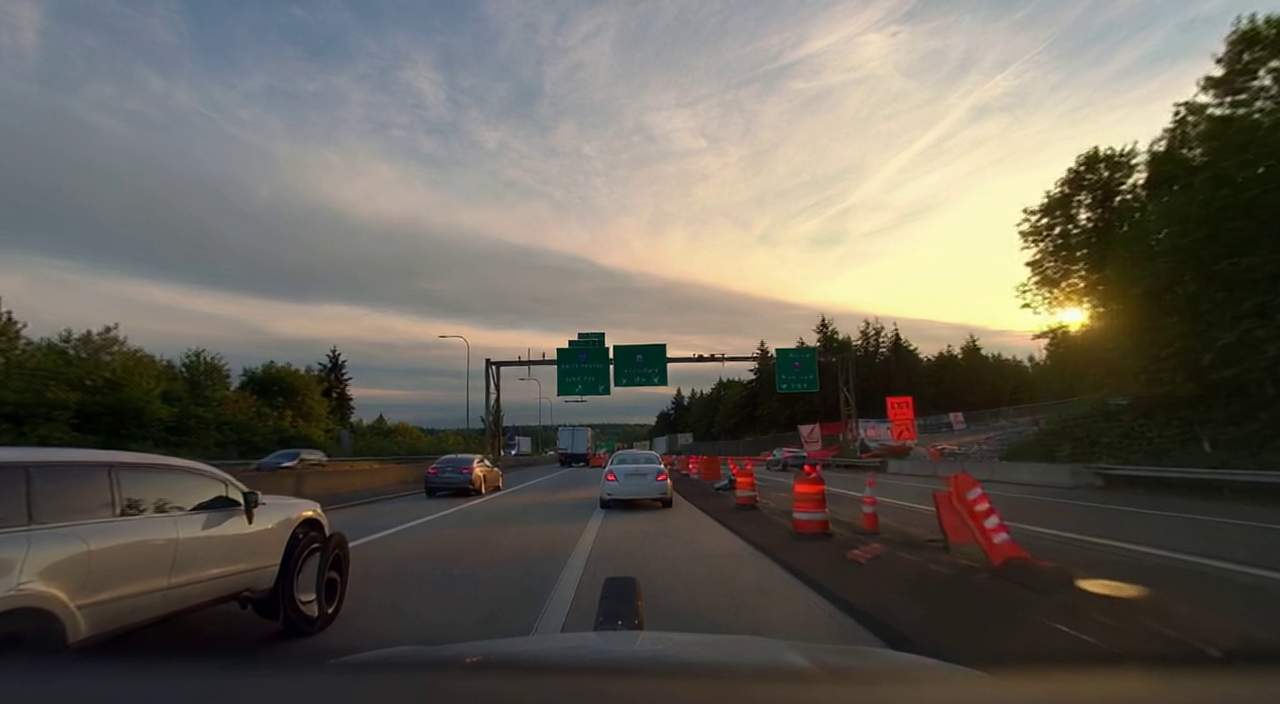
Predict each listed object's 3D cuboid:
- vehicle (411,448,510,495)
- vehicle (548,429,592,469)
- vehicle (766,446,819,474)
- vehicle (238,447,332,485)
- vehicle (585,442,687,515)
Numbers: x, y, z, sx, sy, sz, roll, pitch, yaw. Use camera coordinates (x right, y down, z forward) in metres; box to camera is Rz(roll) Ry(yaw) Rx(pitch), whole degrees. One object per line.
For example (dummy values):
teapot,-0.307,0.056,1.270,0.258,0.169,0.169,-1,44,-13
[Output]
vehicle,-5.940,3.987,21.372,2.063,1.417,4.000,-1,-9,2
vehicle,-4.902,6.985,45.290,2.326,2.645,6.249,0,-9,1
vehicle,8.373,5.944,34.798,1.871,1.460,3.754,0,-9,-2
vehicle,-19.198,6.162,34.332,2.107,1.844,5.102,0,-9,1
vehicle,-0.128,2.849,14.591,2.080,1.451,3.512,0,-9,-1
